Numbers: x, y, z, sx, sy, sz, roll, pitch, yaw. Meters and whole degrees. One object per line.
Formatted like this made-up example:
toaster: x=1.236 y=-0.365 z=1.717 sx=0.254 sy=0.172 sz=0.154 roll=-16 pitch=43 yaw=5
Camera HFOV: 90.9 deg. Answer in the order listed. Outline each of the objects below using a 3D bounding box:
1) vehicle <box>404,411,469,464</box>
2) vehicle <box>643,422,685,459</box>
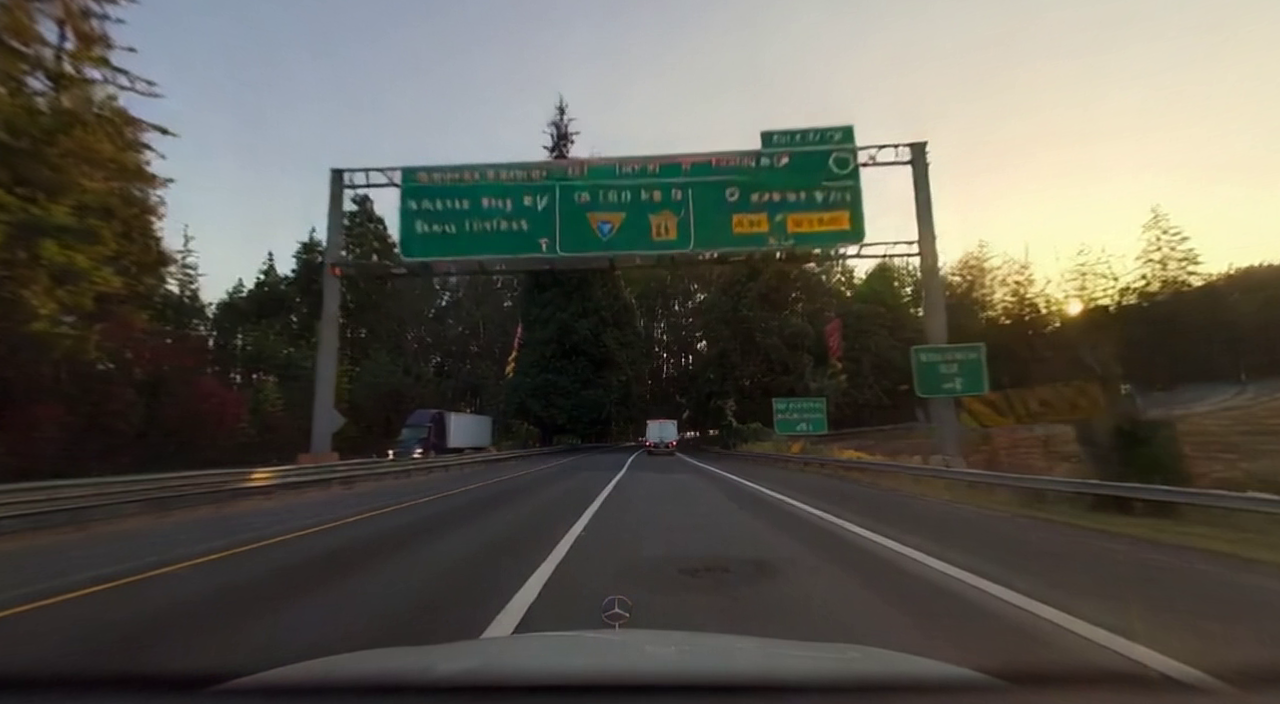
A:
vehicle: x=-15.659 y=6.629 z=48.906 sx=3.005 sy=3.785 sz=5.802 roll=0 pitch=-8 yaw=0
vehicle: x=1.533 y=5.908 z=42.274 sx=2.495 sy=2.327 sz=5.800 roll=0 pitch=-8 yaw=-1
